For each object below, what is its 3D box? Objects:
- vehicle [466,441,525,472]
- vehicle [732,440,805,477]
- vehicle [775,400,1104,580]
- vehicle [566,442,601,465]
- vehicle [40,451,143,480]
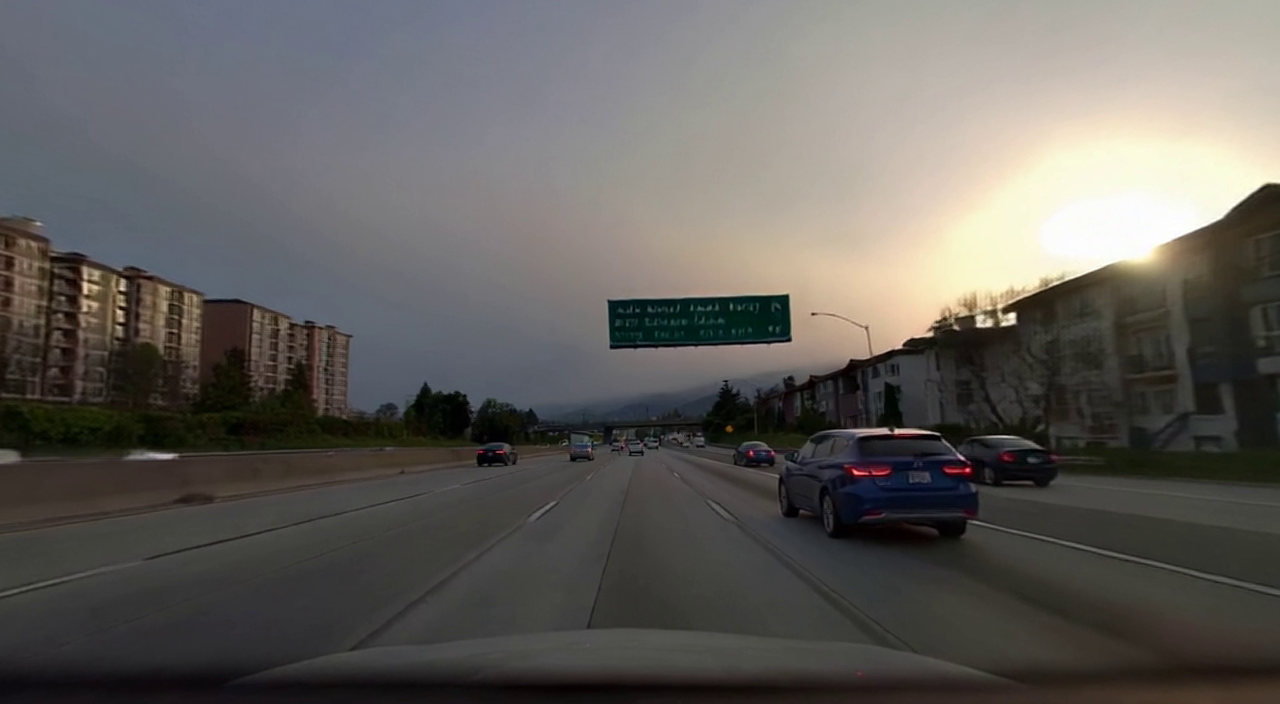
[{"bbox_3d":[-7.560,5.491,33.482,2.021,1.496,4.495,0,-9,1],"label":"vehicle"},{"bbox_3d":[5.412,4.543,27.252,2.061,1.459,4.273,0,-9,-3],"label":"vehicle"},{"bbox_3d":[3.332,1.632,8.236,2.080,1.694,4.286,0,-9,-1],"label":"vehicle"},{"bbox_3d":[-3.818,6.925,43.181,2.002,1.466,4.378,0,-9,0],"label":"vehicle"},{"bbox_3d":[-30.582,6.318,35.417,1.787,1.427,4.405,0,-9,0],"label":"vehicle"}]
